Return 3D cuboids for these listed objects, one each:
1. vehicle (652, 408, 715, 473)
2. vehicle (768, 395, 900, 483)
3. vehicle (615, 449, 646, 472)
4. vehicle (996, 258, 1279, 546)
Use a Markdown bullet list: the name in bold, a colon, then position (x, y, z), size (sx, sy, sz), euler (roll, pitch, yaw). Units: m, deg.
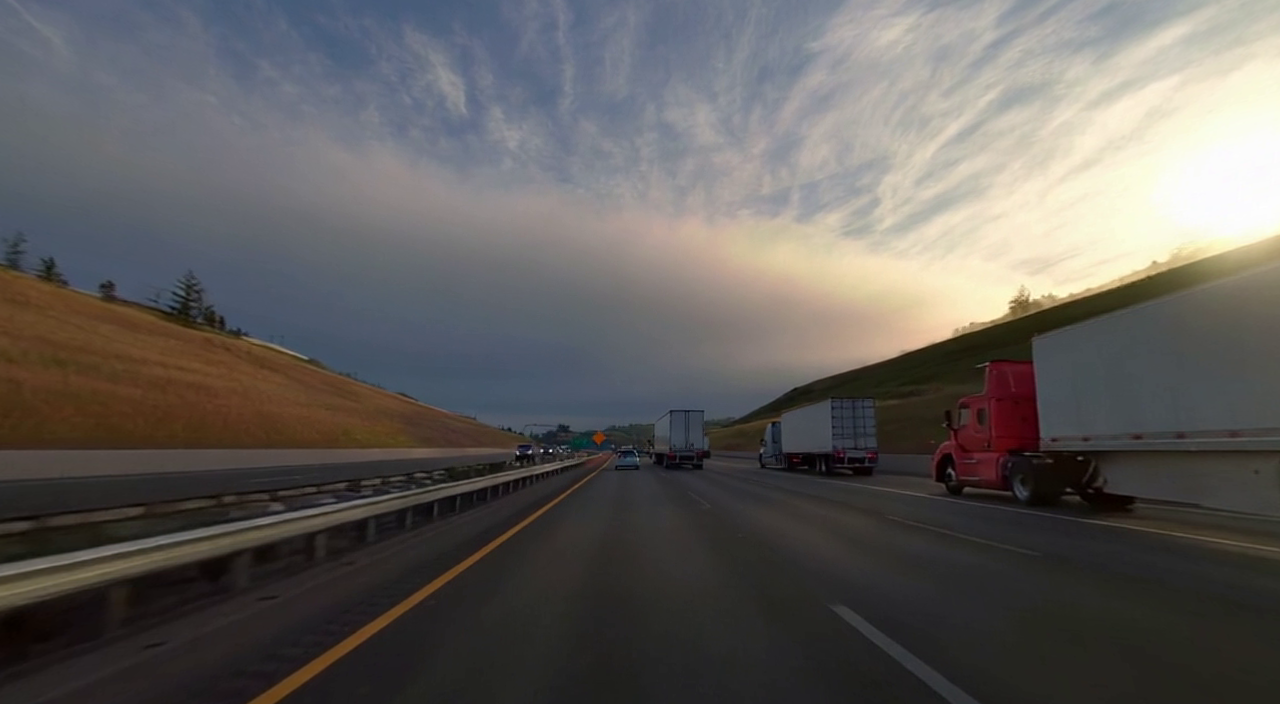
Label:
- **vehicle**: position (2.793, 6.587, 46.077), size (2.986, 3.916, 15.375), euler (0, -9, -2)
- **vehicle**: position (10.568, 5.165, 36.787), size (2.854, 4.112, 14.088), euler (0, -9, -2)
- **vehicle**: position (-0.659, 7.077, 41.231), size (1.927, 1.437, 3.794), euler (0, -9, -2)
- **vehicle**: position (10.630, 0.775, 9.409), size (2.830, 4.100, 13.915), euler (0, -9, 1)
